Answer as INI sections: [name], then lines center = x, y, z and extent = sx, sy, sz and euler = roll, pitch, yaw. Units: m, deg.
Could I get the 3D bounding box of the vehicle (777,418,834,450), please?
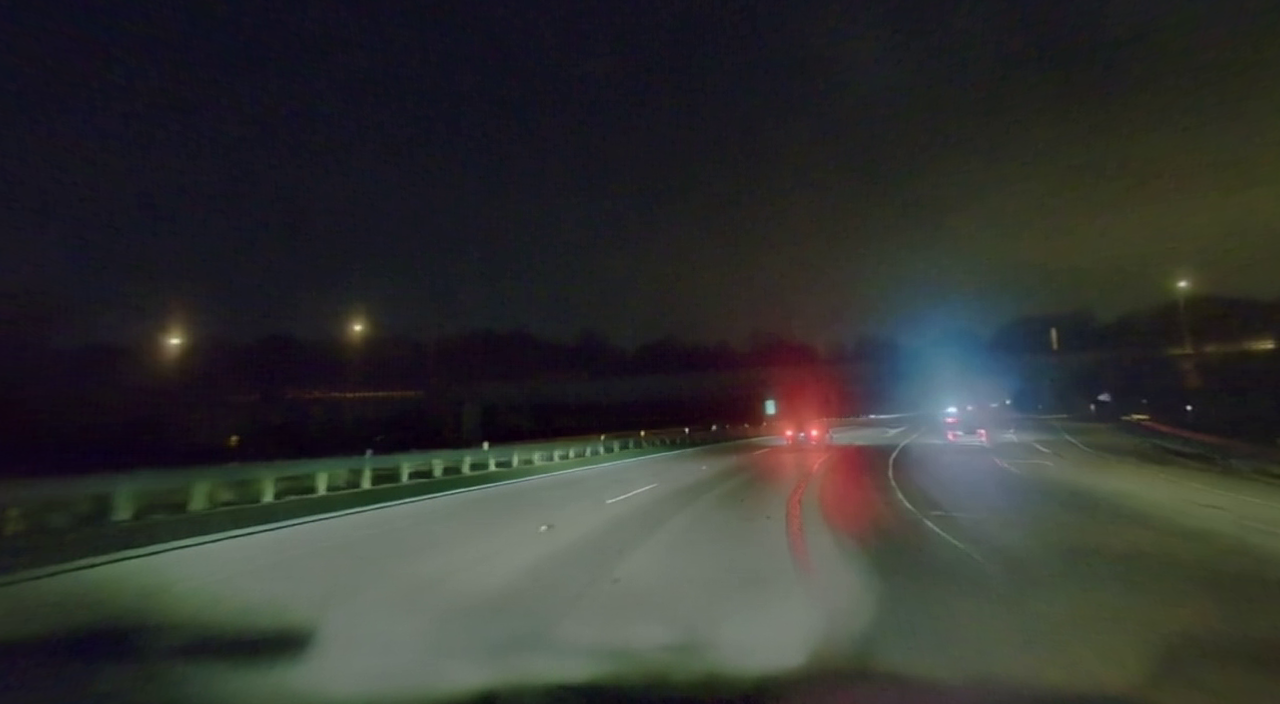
[vehicle]
center = 8.307, 4.098, 31.434
extent = 2.028, 1.440, 3.970
euler = -2, -8, 25
